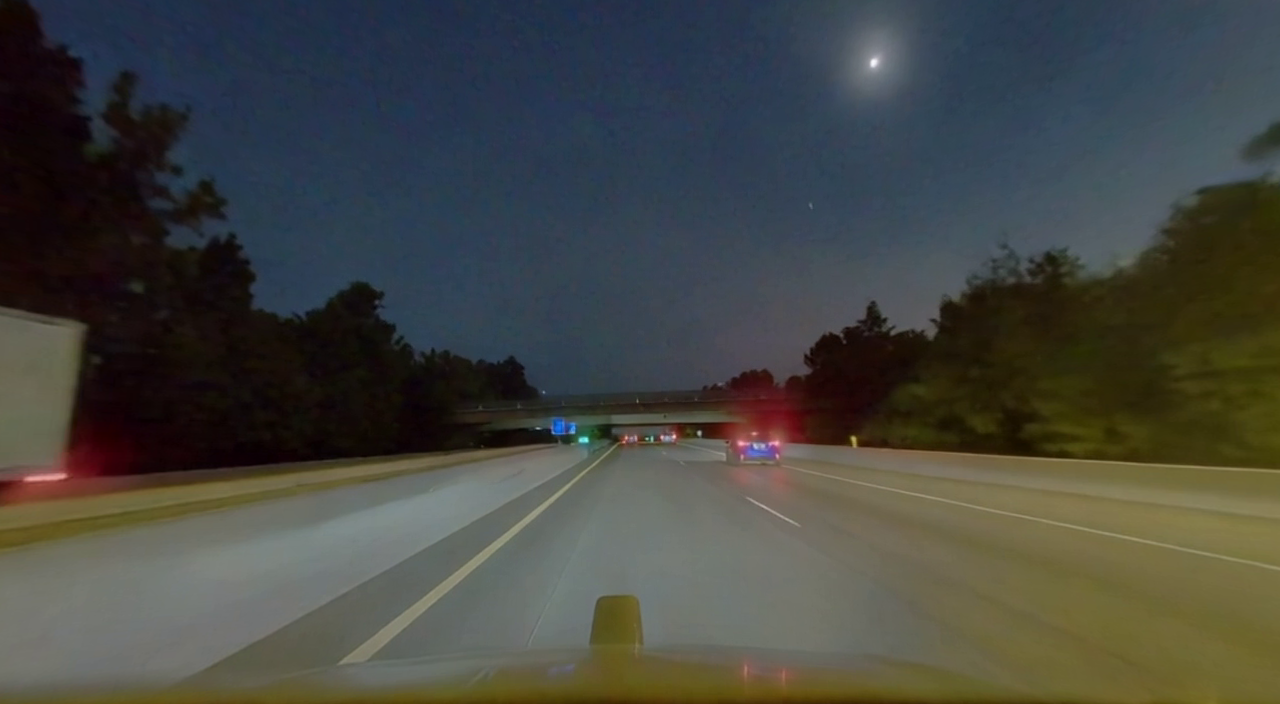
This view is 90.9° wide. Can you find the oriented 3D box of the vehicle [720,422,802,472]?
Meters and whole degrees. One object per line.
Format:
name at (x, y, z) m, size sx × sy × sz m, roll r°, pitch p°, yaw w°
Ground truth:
vehicle at (4.310, 3.473, 23.165) m, size 2.073 × 1.651 × 4.065 m, roll 0°, pitch -8°, yaw -2°
